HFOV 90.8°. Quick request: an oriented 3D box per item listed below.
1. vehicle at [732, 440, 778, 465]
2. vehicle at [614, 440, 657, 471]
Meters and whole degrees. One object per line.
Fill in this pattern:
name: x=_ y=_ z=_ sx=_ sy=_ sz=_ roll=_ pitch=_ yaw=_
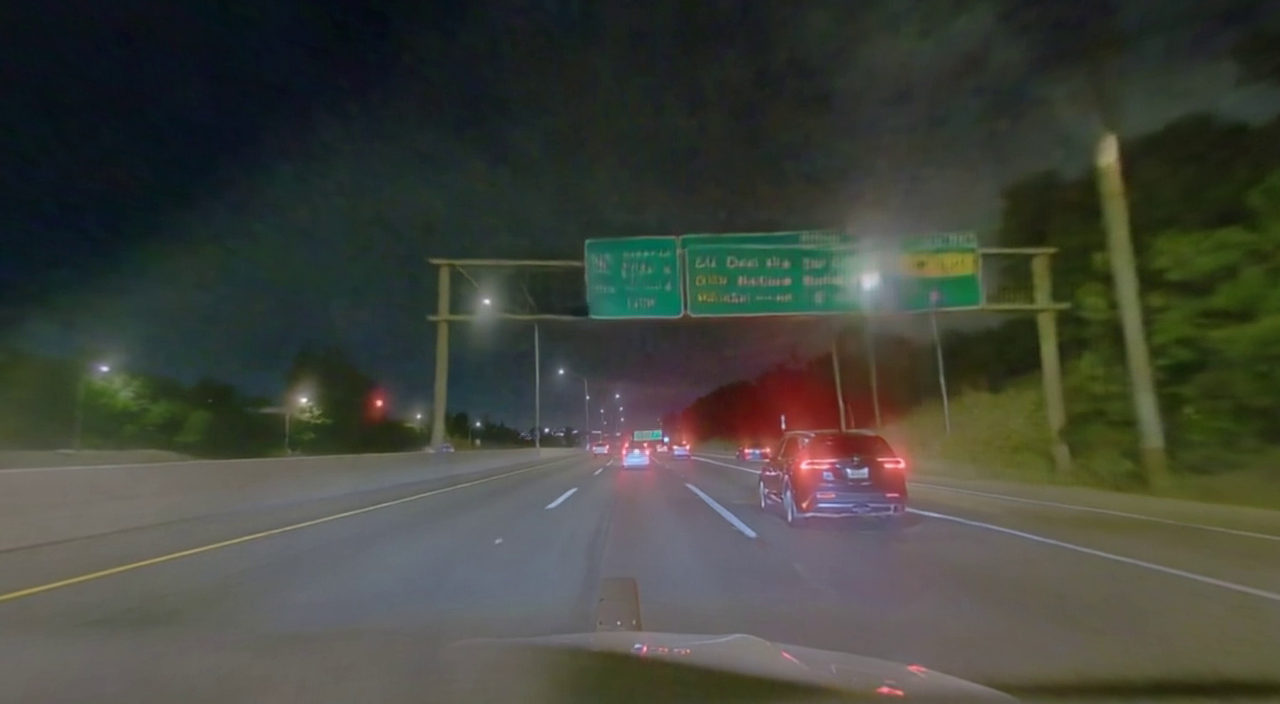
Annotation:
vehicle: x=6.972 y=6.141 z=38.721 sx=1.935 sy=1.478 sz=4.433 roll=0 pitch=-9 yaw=-1
vehicle: x=-0.244 y=5.188 z=31.920 sx=1.985 sy=1.457 sz=4.227 roll=0 pitch=-9 yaw=-1
